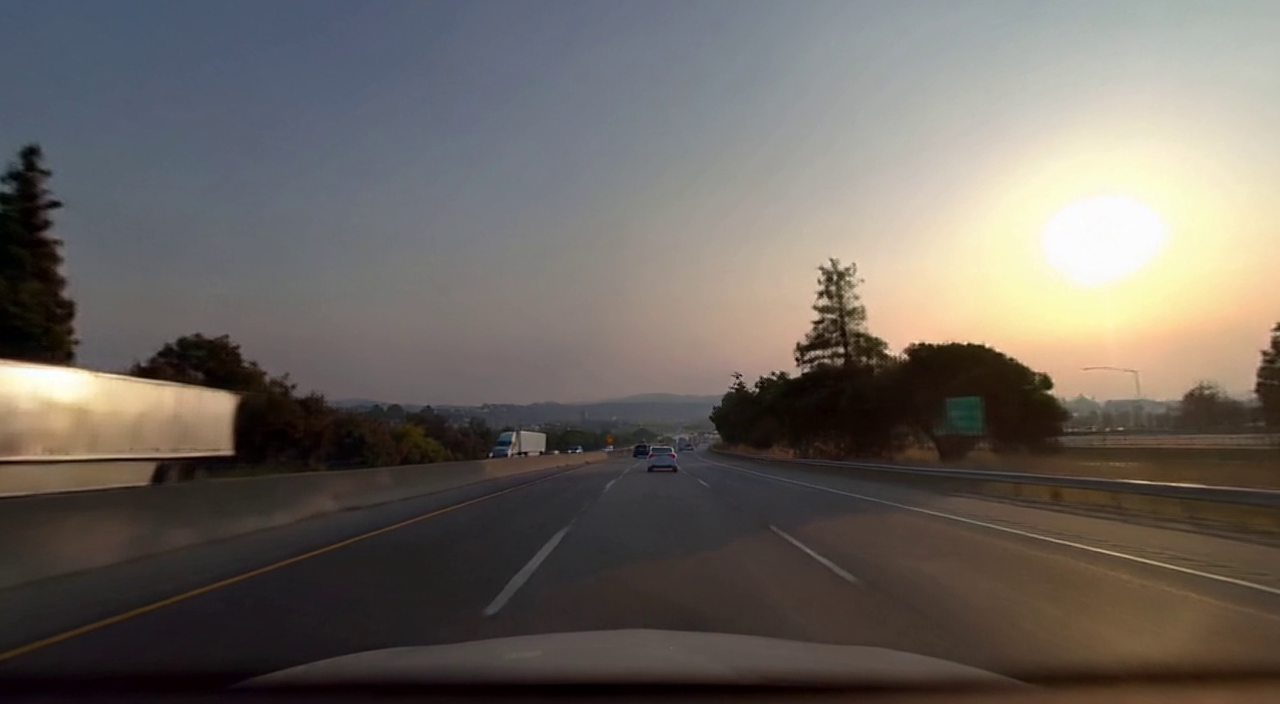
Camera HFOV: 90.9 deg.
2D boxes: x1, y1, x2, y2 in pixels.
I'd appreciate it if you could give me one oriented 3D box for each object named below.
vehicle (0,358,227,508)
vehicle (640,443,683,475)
[{"bbox_3d":[-19.137,2.489,19.032,3.305,4.060,14.698,0,-9,0],"label":"vehicle"},{"bbox_3d":[1.141,5.949,35.135,2.231,1.652,4.503,0,-9,0],"label":"vehicle"}]
